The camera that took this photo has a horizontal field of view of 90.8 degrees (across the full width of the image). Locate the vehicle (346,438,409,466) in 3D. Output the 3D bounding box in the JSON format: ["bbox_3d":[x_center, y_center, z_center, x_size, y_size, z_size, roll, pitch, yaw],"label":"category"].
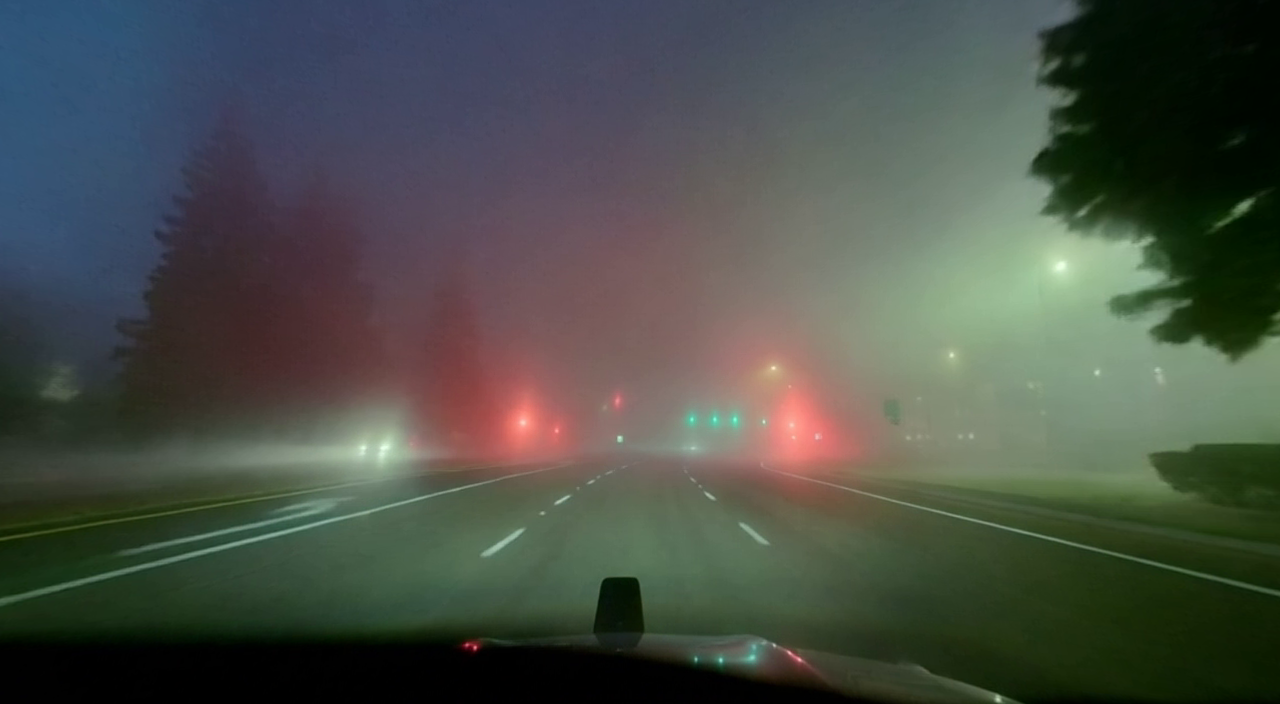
[{"bbox_3d":[-17.513,6.686,42.443,1.974,1.778,4.391,-1,-8,6],"label":"vehicle"}]
